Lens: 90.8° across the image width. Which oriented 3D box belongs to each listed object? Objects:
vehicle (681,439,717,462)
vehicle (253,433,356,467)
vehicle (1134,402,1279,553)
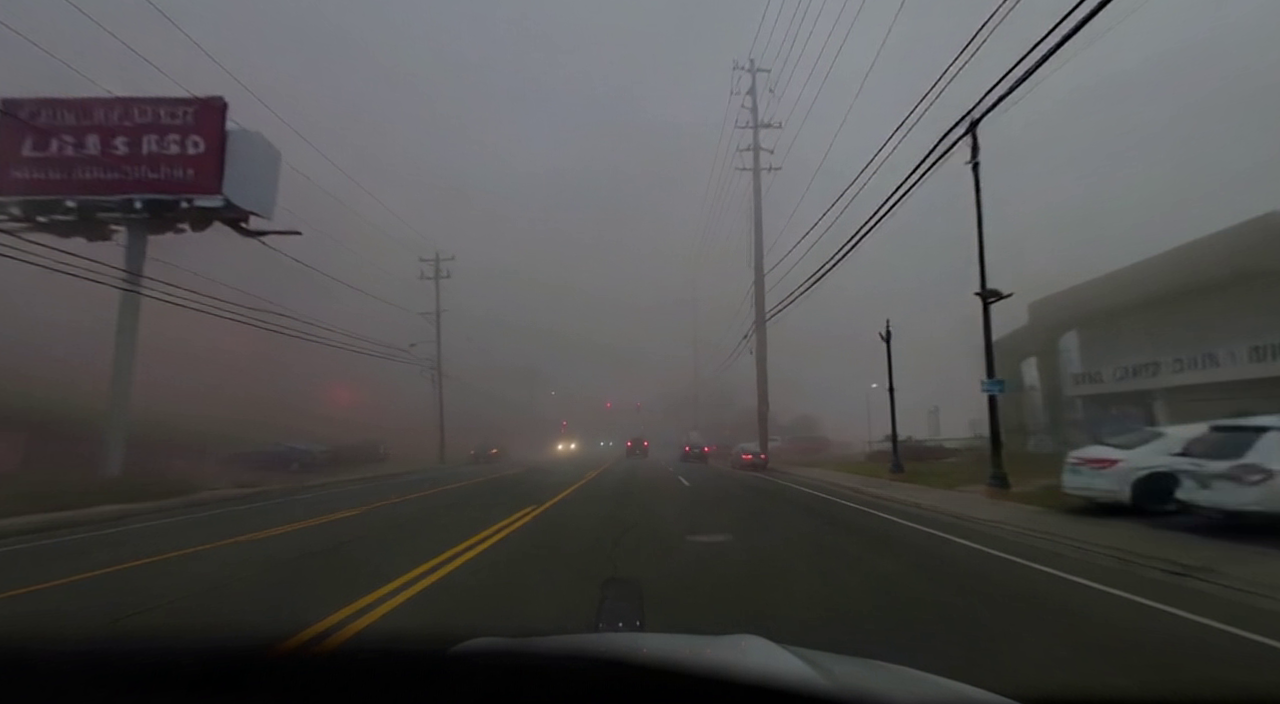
[{"bbox_3d":[3.952,6.682,43.075,1.926,1.482,4.442,0,-8,-1],"label":"vehicle"},{"bbox_3d":[-18.352,5.404,34.777,4.455,1.772,2.048,0,-8,-3],"label":"vehicle"},{"bbox_3d":[10.135,1.687,8.881,4.603,1.845,2.040,0,-8,-1],"label":"vehicle"}]
